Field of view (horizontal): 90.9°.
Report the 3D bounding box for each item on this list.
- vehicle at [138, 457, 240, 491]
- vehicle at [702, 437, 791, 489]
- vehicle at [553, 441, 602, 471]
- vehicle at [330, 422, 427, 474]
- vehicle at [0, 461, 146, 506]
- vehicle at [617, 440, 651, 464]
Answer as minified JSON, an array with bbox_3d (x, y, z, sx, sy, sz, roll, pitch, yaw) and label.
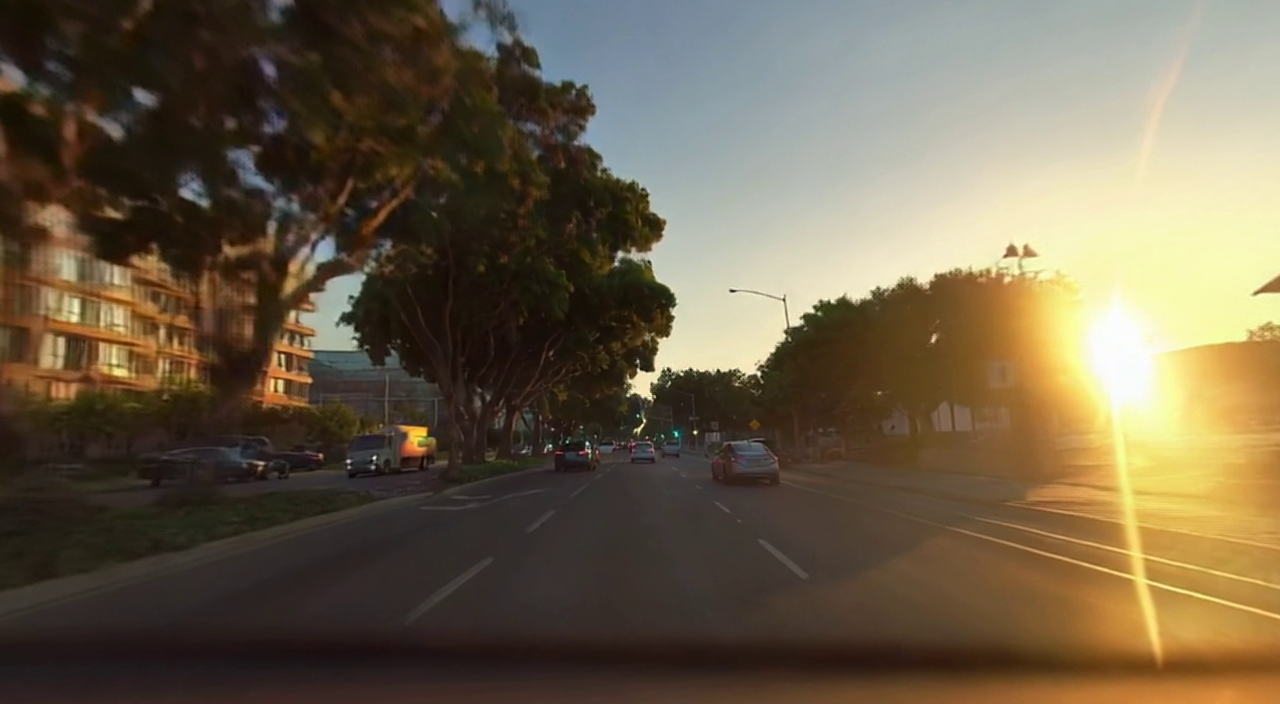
[{"bbox_3d":[-22.562,6.099,31.775,1.871,1.471,4.482,0,-8,0],"label":"vehicle"},{"bbox_3d":[3.314,3.536,20.500,1.990,1.486,4.431,0,-8,-2],"label":"vehicle"},{"bbox_3d":[-3.182,5.420,33.163,2.082,1.467,4.379,0,-8,1],"label":"vehicle"},{"bbox_3d":[-19.001,7.061,46.630,2.995,3.396,9.534,0,-8,0],"label":"vehicle"},{"bbox_3d":[-22.622,5.179,25.222,1.801,1.467,4.723,0,-8,0],"label":"vehicle"},{"bbox_3d":[-0.376,6.472,40.855,2.101,1.480,3.929,0,-8,0],"label":"vehicle"}]
